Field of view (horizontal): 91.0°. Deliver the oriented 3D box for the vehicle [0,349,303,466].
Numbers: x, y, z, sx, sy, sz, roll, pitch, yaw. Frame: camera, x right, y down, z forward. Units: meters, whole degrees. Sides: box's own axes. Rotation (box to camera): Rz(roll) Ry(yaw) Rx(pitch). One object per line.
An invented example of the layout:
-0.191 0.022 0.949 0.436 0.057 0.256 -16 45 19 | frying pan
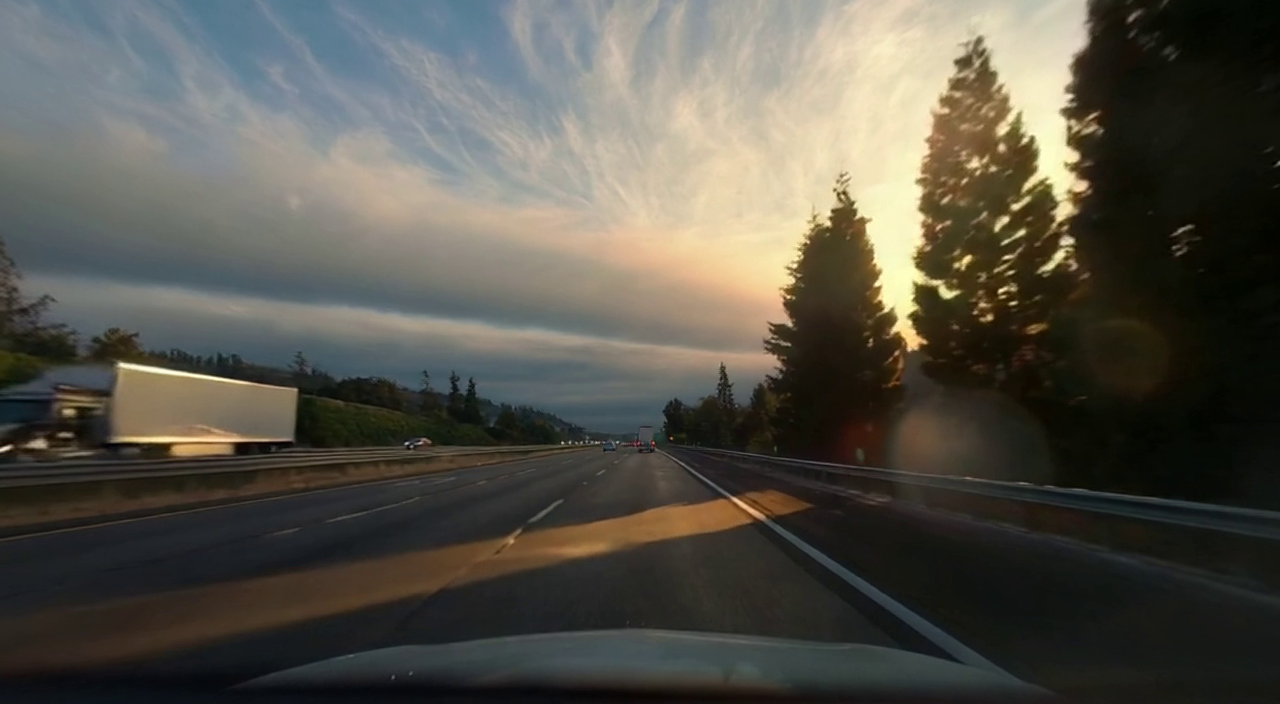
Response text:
-23.661 3.327 32.510 2.909 4.430 17.283 0 -8 0 | vehicle
